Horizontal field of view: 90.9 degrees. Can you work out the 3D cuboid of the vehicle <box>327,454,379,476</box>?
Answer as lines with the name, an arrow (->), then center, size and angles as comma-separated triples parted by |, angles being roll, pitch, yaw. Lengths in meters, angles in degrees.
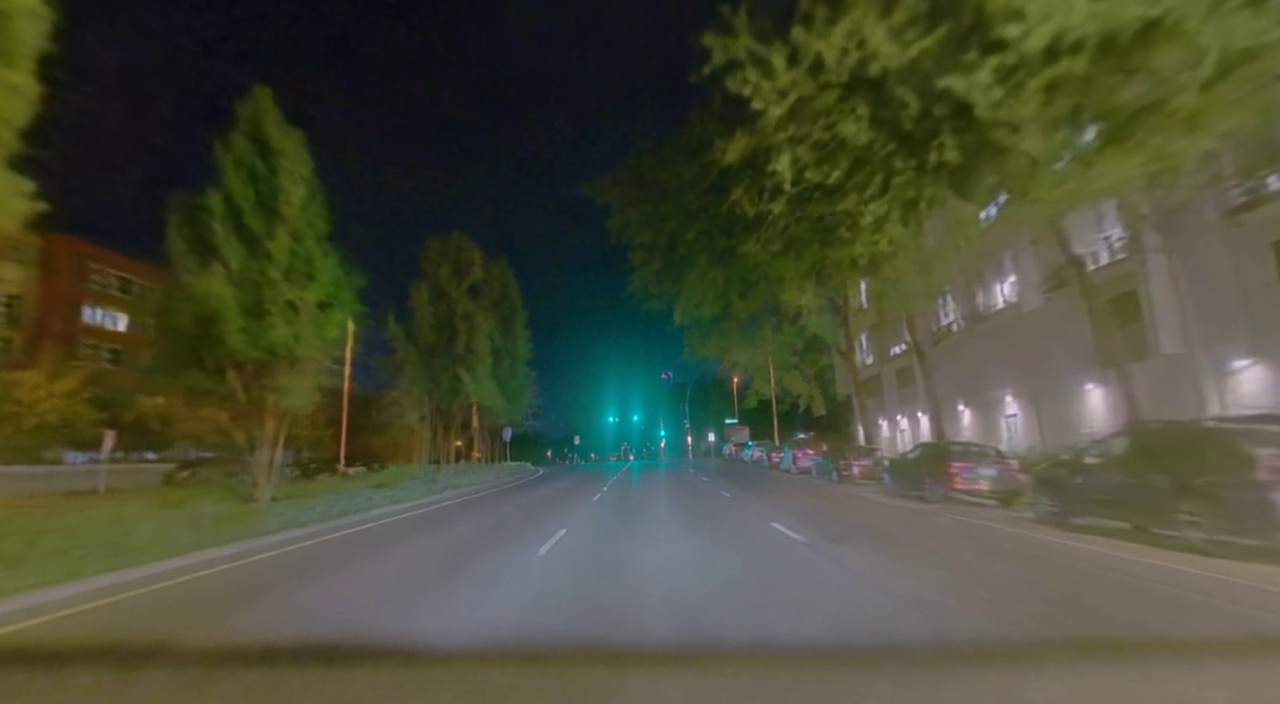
vehicle -> -21.715, 8.530, 47.893 | 1.922, 1.545, 4.178 | -1, -8, 1

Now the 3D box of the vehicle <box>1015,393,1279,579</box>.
vehicle -> 7.352, 1.630, 8.317 | 1.908, 1.833, 4.711 | 0, -8, 1

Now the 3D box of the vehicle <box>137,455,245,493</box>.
vehicle -> -22.014, 5.957, 31.194 | 1.968, 1.615, 4.591 | 0, -8, 0

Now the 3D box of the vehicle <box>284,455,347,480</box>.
vehicle -> -21.753, 7.736, 42.500 | 1.821, 1.496, 4.724 | -2, -8, -1

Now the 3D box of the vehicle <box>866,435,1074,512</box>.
vehicle -> 7.344, 2.755, 14.847 | 2.196, 1.471, 4.999 | 0, -8, 0

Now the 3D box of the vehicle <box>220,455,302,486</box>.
vehicle -> -21.907, 6.850, 36.705 | 1.909, 1.495, 4.786 | -3, -8, -1

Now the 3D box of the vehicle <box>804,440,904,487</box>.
vehicle -> 7.380, 3.873, 22.288 | 1.850, 1.448, 4.844 | 0, -8, 0
